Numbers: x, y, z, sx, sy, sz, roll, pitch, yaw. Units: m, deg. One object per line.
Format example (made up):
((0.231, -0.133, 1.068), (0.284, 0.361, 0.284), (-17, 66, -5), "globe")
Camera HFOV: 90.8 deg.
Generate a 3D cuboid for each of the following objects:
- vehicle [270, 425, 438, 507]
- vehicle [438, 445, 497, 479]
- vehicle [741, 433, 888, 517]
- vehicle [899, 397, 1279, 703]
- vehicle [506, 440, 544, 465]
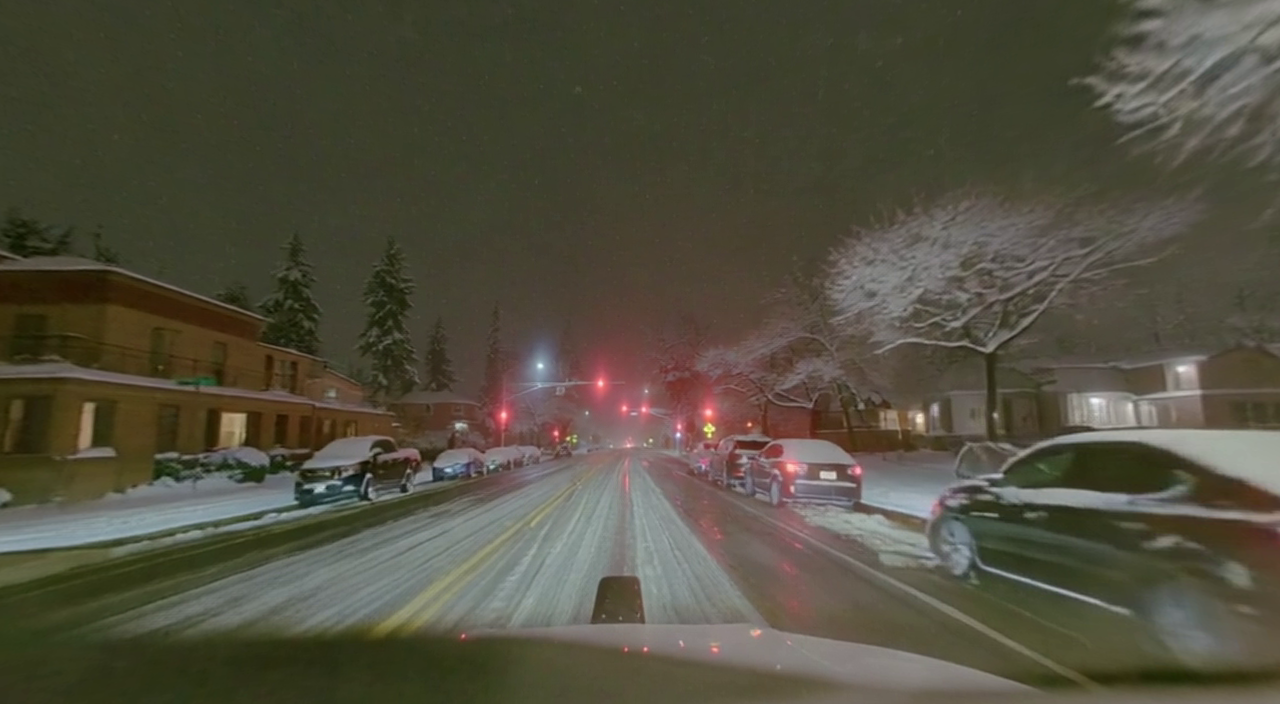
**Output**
((-7.978, 3.238, 18.500), (2.420, 2.004, 5.615), (0, -8, -2), "vehicle")
((-8.347, 5.332, 30.949), (1.860, 1.476, 4.594), (0, -8, -4), "vehicle")
((3.541, 2.565, 13.717), (1.809, 1.513, 4.264), (0, -8, -2), "vehicle")
((3.871, 1.221, 4.539), (1.955, 1.536, 4.395), (0, -8, -3), "vehicle")
((-8.549, 7.541, 47.410), (2.007, 1.773, 4.759), (0, -8, 0), "vehicle")
